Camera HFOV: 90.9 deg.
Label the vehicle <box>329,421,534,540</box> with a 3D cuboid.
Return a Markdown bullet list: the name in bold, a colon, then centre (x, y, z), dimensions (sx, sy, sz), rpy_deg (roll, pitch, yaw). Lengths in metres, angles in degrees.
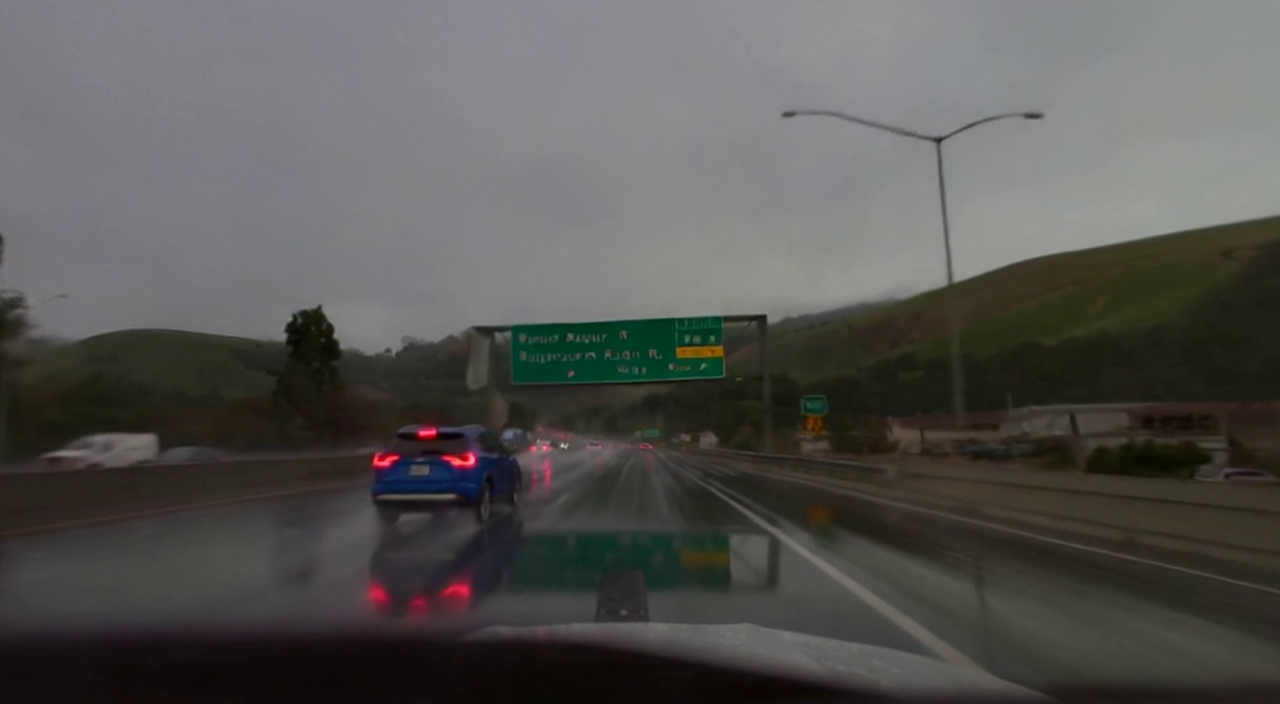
- **vehicle**: centre (-3.411, 2.194, 11.448), dimensions (2.138, 1.718, 4.415), rpy_deg (0, -8, 1)

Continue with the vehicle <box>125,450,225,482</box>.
- **vehicle**: centre (-24.345, 5.935, 33.230), dimensions (1.790, 1.492, 4.509), rpy_deg (0, -8, 0)

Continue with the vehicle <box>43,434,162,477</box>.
- **vehicle**: centre (-31.968, 6.151, 37.822), dimensions (2.229, 2.393, 5.408), rpy_deg (0, -8, 1)
